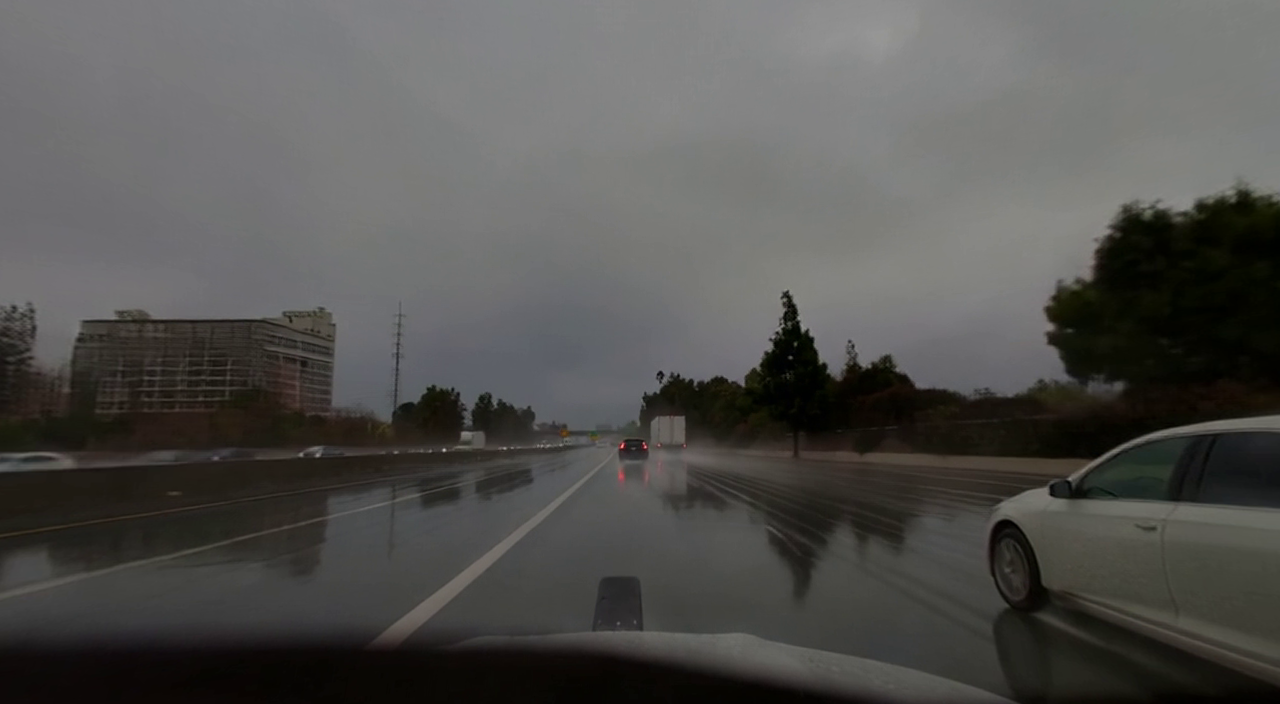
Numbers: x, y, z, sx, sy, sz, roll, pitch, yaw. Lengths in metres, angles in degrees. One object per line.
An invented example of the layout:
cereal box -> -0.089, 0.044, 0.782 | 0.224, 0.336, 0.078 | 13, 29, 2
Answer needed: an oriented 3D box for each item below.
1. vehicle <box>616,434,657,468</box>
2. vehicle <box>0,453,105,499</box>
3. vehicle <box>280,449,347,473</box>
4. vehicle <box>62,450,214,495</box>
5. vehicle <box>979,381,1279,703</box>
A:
vehicle -> -0.263, 5.932, 38.180 | 2.297, 1.912, 4.355 | 0, -8, -1
vehicle -> -21.974, 4.376, 22.575 | 1.890, 1.454, 4.389 | 0, -8, -1
vehicle -> -22.396, 7.473, 43.567 | 2.087, 1.499, 4.726 | 0, -8, 1
vehicle -> -18.133, 4.333, 23.169 | 1.841, 1.447, 4.531 | 0, -8, 0
vehicle -> 3.810, 0.956, 2.971 | 1.950, 1.596, 4.326 | 0, -8, -1
